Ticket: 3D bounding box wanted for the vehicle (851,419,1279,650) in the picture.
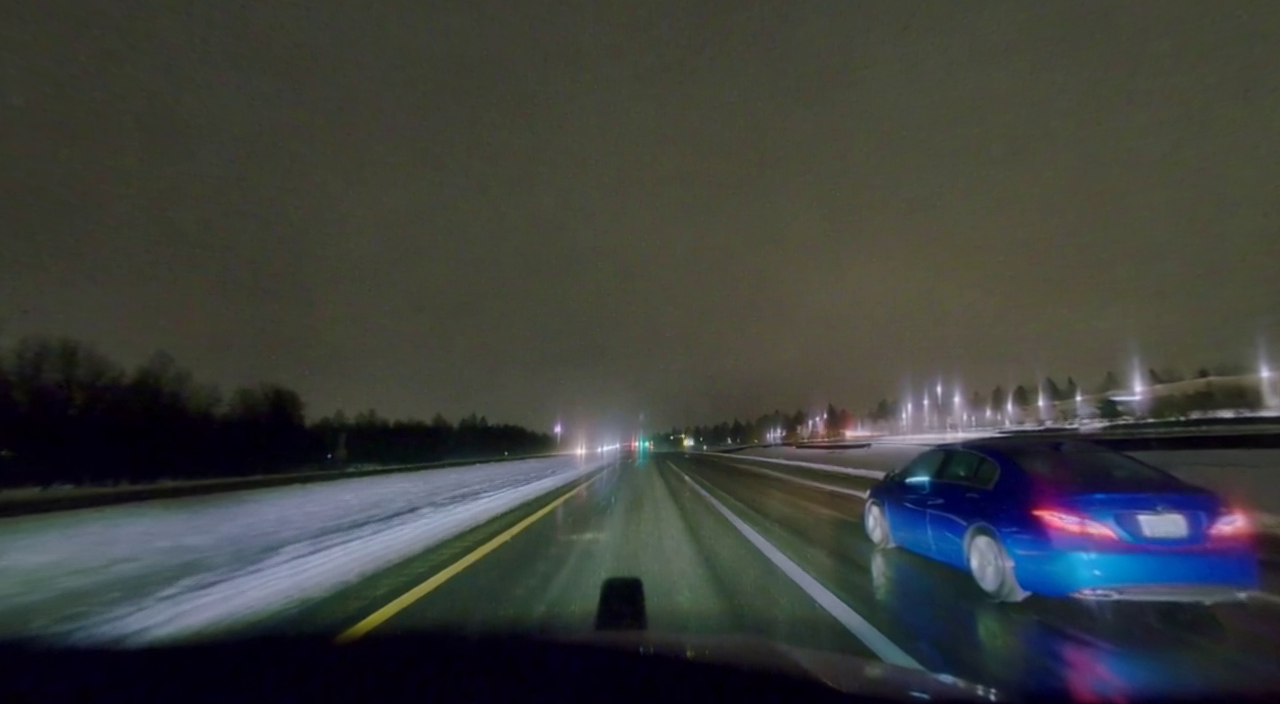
[{"bbox_3d":[4.070,1.548,6.592,2.053,1.490,4.799,0,-8,0],"label":"vehicle"}]
